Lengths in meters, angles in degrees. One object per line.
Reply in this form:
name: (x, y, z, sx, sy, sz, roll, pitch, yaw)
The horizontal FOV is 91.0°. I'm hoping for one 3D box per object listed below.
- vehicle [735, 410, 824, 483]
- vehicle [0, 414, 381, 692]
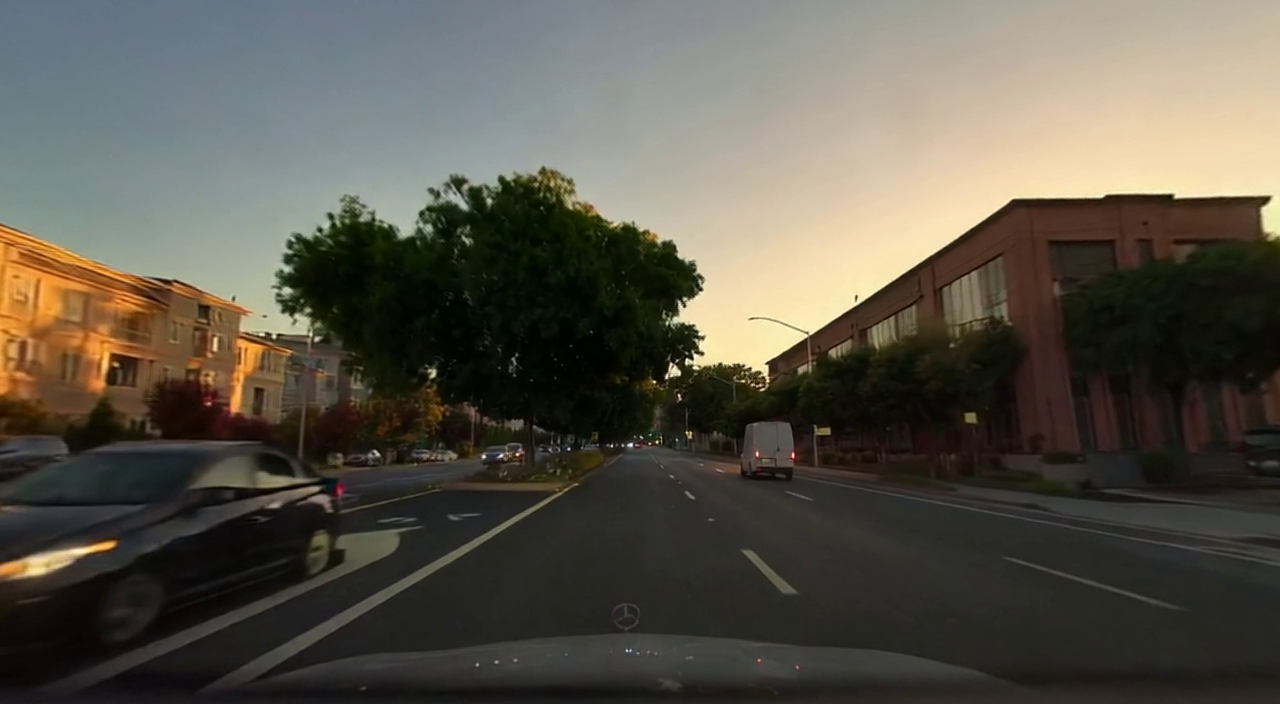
vehicle: (6.689, 4.731, 31.496, 2.802, 3.208, 7.459, 0, -9, 0)
vehicle: (-4.333, 1.476, 5.801, 2.003, 1.539, 4.396, -1, -9, 0)
